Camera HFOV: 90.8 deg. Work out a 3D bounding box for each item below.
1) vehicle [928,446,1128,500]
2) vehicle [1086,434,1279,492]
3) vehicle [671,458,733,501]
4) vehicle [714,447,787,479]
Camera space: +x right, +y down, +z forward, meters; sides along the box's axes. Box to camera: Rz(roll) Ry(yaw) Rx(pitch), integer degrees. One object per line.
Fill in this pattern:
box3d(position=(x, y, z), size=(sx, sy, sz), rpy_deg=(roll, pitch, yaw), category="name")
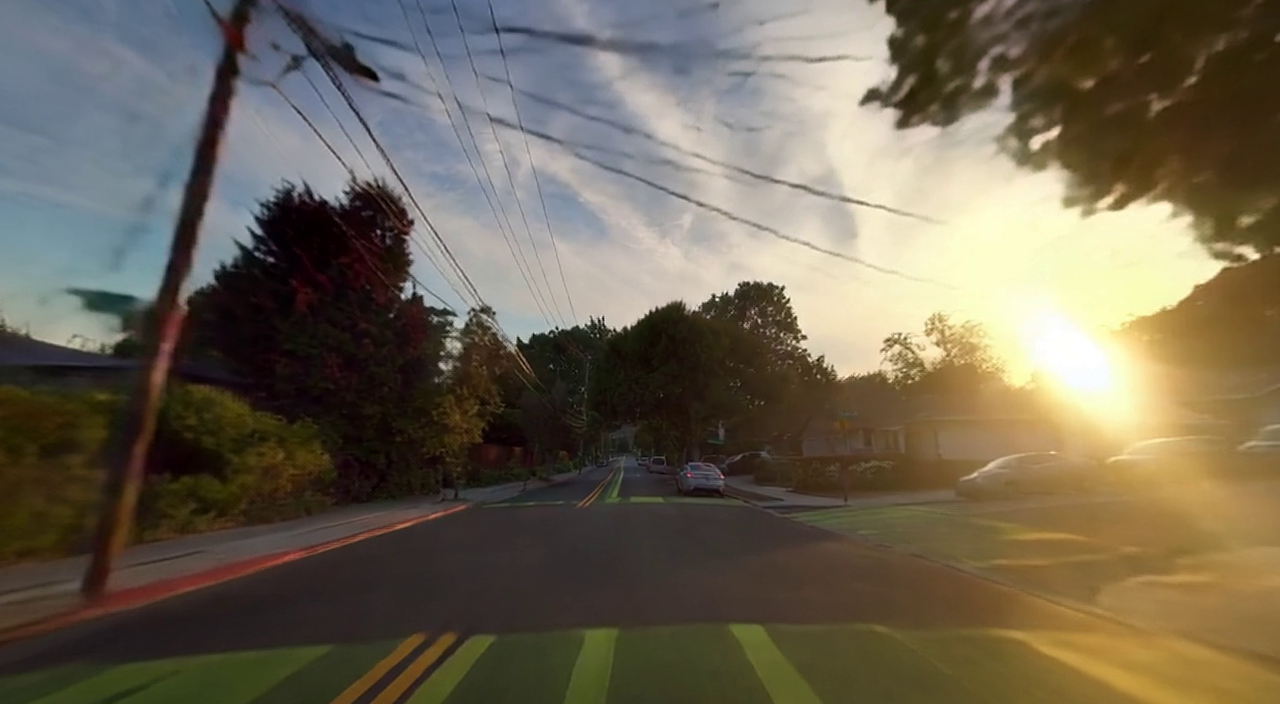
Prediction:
box3d(position=(11.759, 3.742, 19.385), size=(4.809, 1.494, 1.940), rpy_deg=(0, -13, -3), category="vehicle")
box3d(position=(17.015, 3.485, 19.783), size=(4.578, 1.675, 2.010), rpy_deg=(0, -12, -5), category="vehicle")
box3d(position=(2.582, 5.484, 27.587), size=(1.989, 1.545, 5.423), rpy_deg=(0, -9, -2), category="vehicle")
box3d(position=(8.333, 8.351, 47.827), size=(4.922, 1.846, 1.941), rpy_deg=(-5, -8, -6), category="vehicle")
